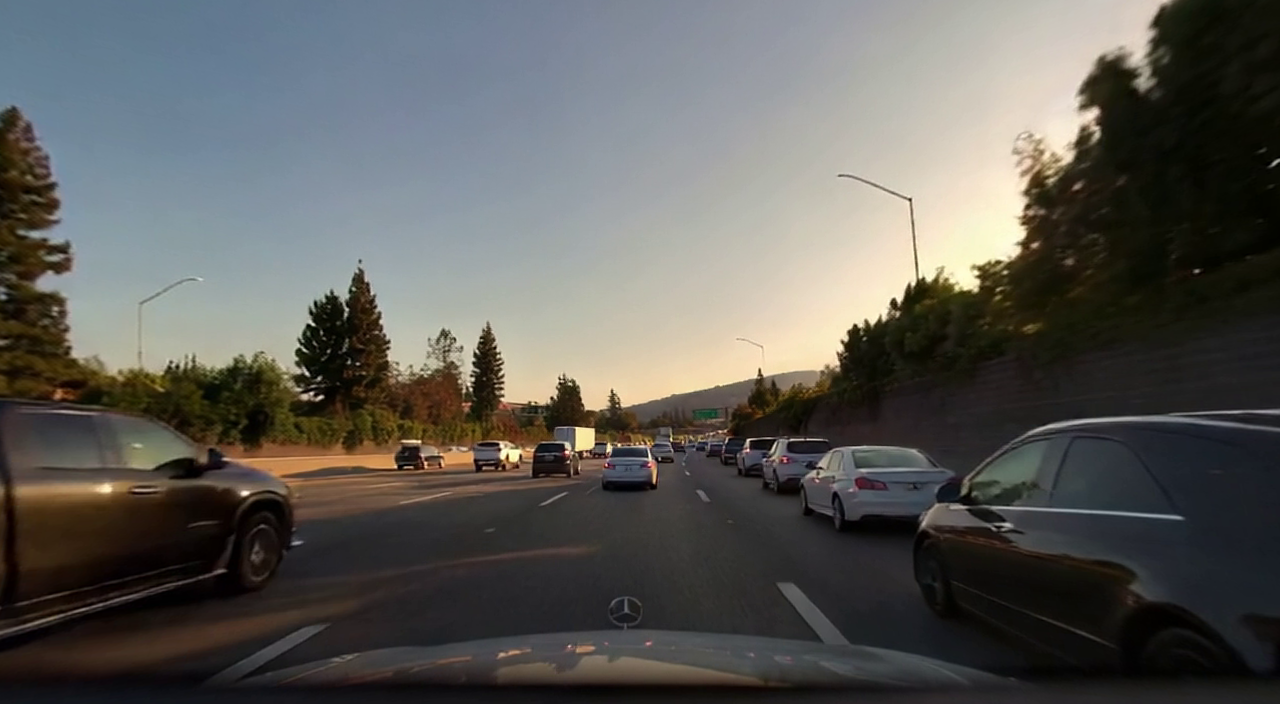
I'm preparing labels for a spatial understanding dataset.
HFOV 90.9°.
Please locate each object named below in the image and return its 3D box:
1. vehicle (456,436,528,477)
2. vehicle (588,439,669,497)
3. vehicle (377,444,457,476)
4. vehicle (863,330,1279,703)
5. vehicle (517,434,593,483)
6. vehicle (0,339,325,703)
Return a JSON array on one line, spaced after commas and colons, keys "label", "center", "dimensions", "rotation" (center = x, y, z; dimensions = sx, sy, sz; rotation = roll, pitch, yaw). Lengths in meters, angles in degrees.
[{"label": "vehicle", "center": [-6.630, 4.741, 28.798], "dimensions": [2.023, 1.693, 4.386], "rotation": [-1, -8, 3]}, {"label": "vehicle", "center": [-0.242, 3.263, 18.164], "dimensions": [2.070, 1.456, 4.029], "rotation": [0, -8, 2]}, {"label": "vehicle", "center": [-10.883, 5.277, 31.173], "dimensions": [1.903, 1.460, 4.958], "rotation": [-1, -8, 3]}, {"label": "vehicle", "center": [2.777, 0.900, 2.681], "dimensions": [1.964, 1.631, 4.837], "rotation": [0, -8, 1]}, {"label": "vehicle", "center": [-3.193, 4.103, 24.658], "dimensions": [2.153, 1.726, 4.546], "rotation": [0, -8, 3]}, {"label": "vehicle", "center": [-4.116, 0.873, 3.150], "dimensions": [2.110, 1.811, 5.585], "rotation": [0, -8, 1]}]
